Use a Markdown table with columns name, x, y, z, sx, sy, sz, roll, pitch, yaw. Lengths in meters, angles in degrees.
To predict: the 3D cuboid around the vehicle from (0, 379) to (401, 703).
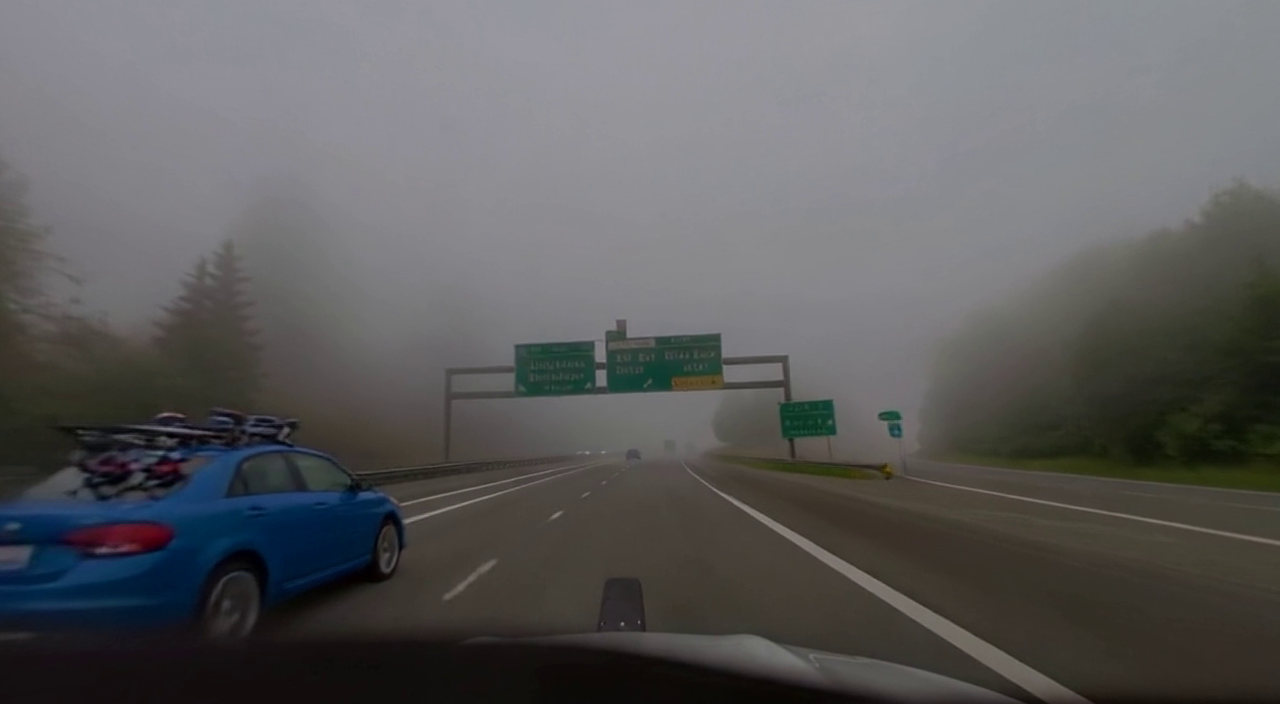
| name | x | y | z | sx | sy | sz | roll | pitch | yaw |
| --- | --- | --- | --- | --- | --- | --- | --- | --- | --- |
| vehicle | -3.469 | 1.161 | 4.100 | 2.108 | 1.557 | 4.344 | 0 | -9 | 0 |
